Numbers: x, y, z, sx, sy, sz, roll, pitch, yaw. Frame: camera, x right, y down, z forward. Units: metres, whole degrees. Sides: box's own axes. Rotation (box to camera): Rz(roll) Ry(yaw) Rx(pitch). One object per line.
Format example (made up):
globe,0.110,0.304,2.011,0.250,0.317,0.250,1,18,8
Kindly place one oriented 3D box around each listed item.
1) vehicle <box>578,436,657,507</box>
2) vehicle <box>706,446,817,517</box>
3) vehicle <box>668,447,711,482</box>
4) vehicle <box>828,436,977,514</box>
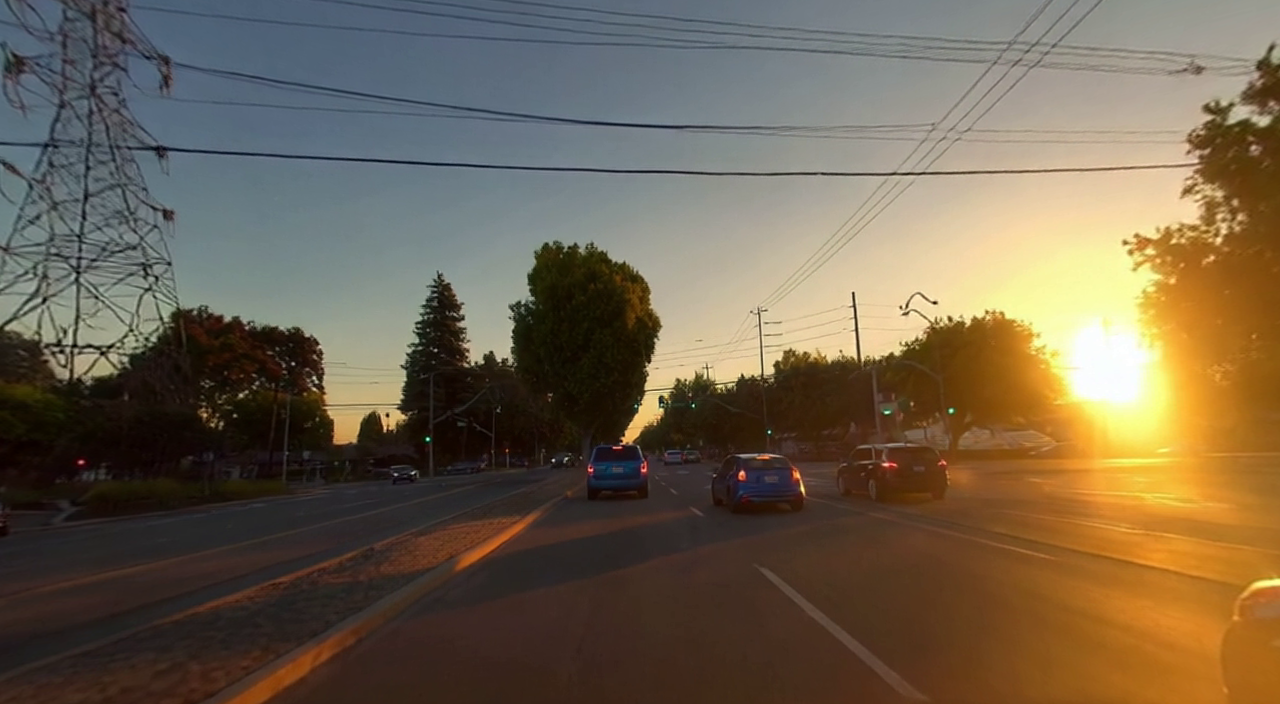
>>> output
vehicle,-0.685,3.724,20.120,2.231,1.998,4.254,0,-9,-1
vehicle,2.994,3.281,16.592,1.880,1.579,4.401,0,-9,-2
vehicle,2.672,6.185,35.005,1.915,1.765,4.047,0,-9,-2
vehicle,6.652,3.144,16.650,1.929,1.753,4.396,0,-9,-2
